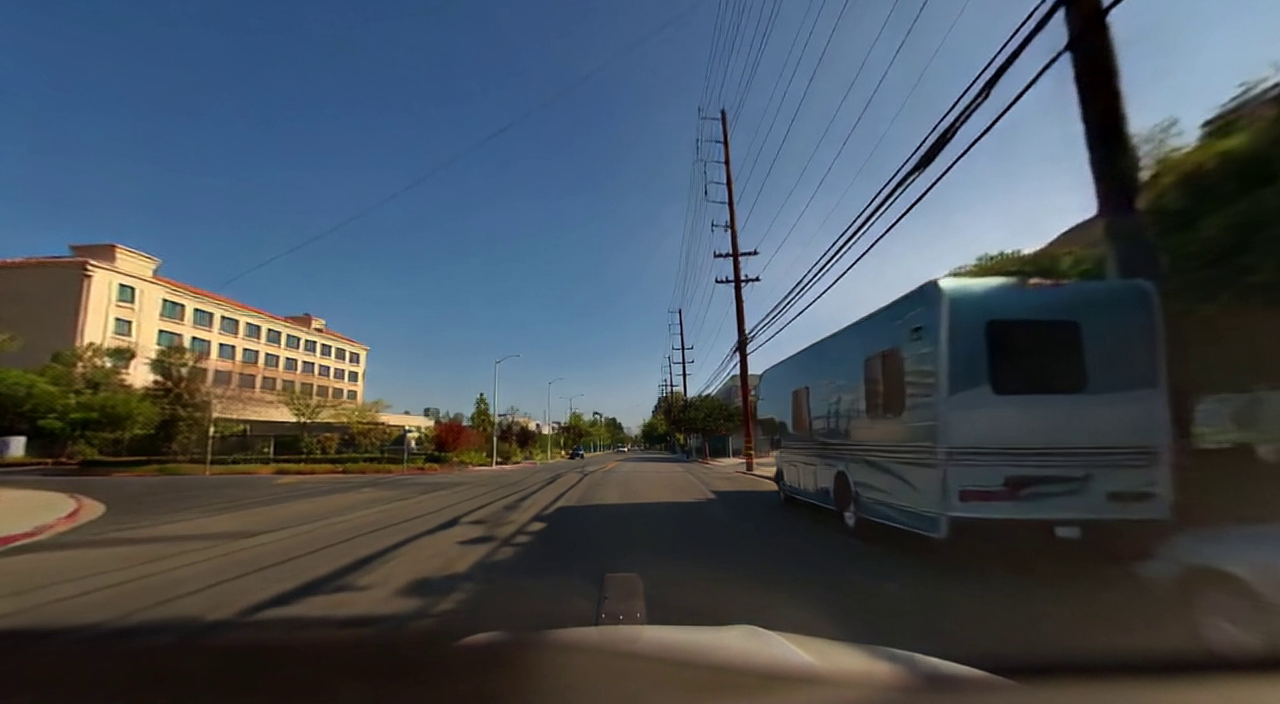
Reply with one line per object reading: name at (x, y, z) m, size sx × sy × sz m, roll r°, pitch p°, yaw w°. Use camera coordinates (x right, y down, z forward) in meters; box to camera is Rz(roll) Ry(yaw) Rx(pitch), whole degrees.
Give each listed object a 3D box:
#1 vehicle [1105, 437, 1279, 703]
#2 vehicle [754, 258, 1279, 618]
vehicle at (4.432, 1.109, 2.770) m, size 1.852 × 1.497 × 3.672 m, roll -2°, pitch -9°, yaw -2°
vehicle at (4.254, 1.378, 10.105) m, size 3.110 × 3.241 × 8.788 m, roll 0°, pitch -9°, yaw -1°
